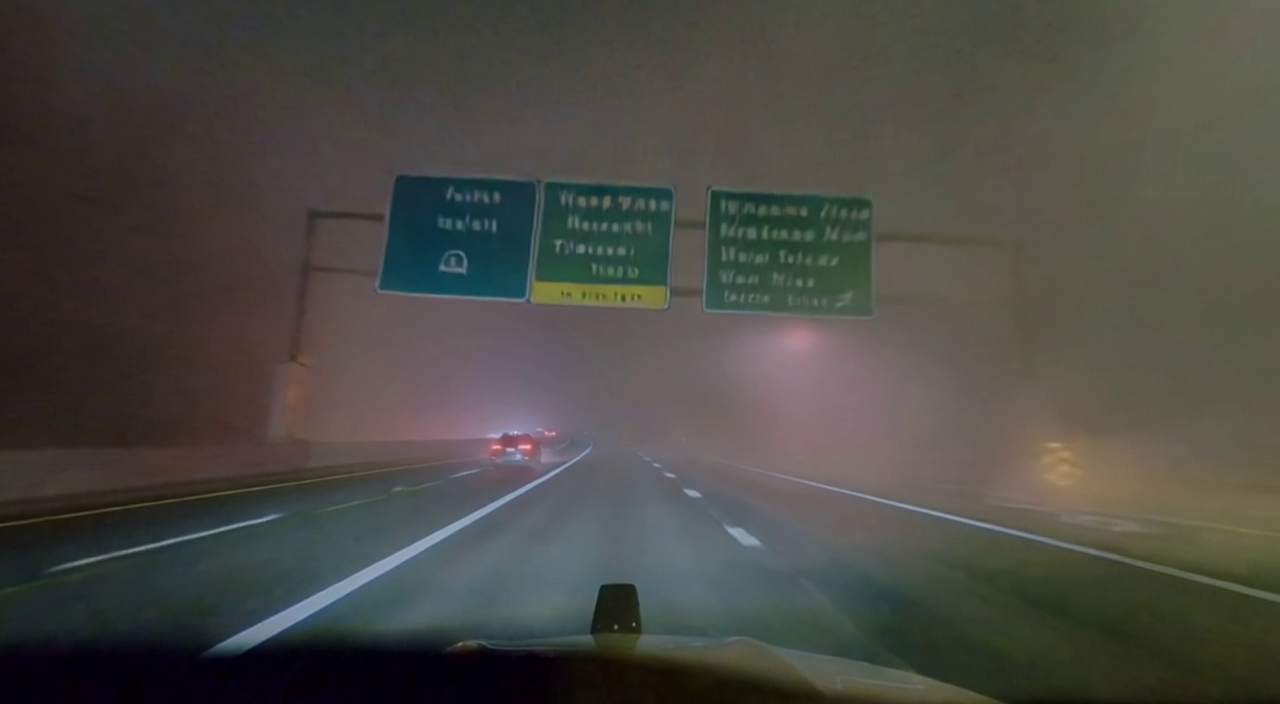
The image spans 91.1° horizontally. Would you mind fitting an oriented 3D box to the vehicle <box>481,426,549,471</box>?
[{"bbox_3d":[-4.653,3.650,24.010,1.878,1.548,3.966,0,-8,-2],"label":"vehicle"}]
